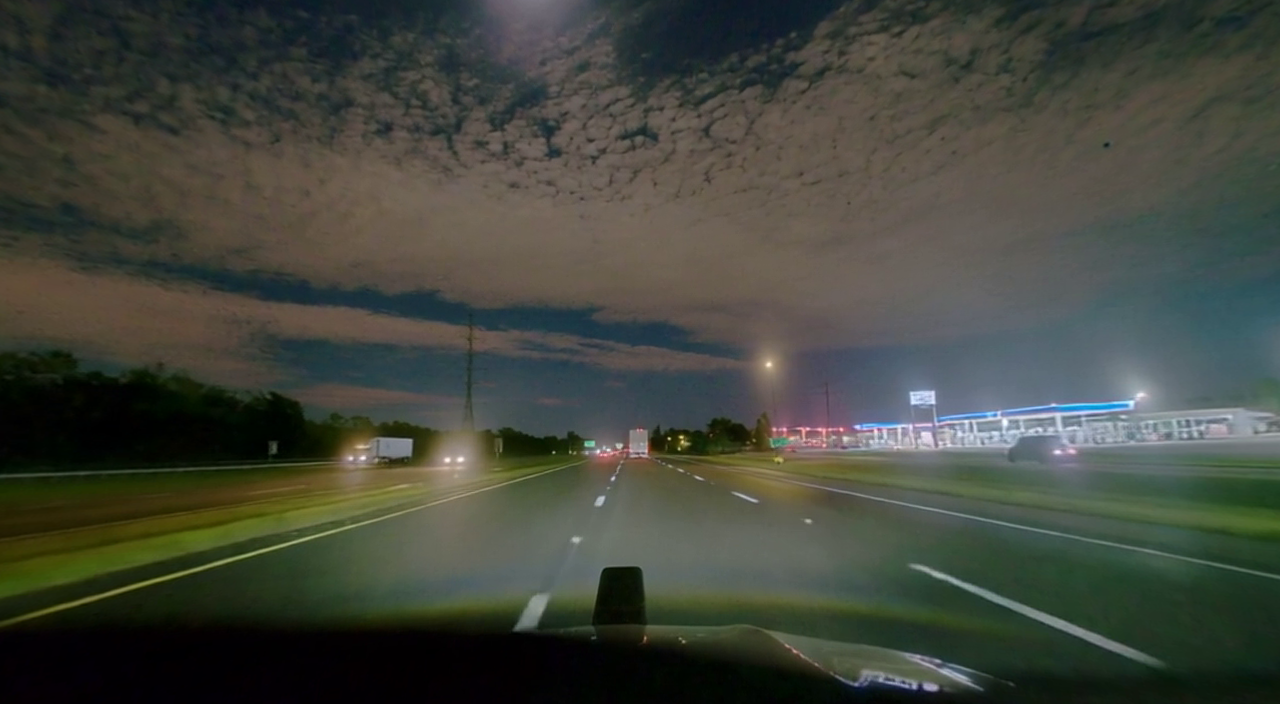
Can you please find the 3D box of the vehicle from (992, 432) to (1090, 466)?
[{"bbox_3d":[20.517,4.997,32.501,2.029,1.578,4.313,0,-9,-3],"label":"vehicle"}]
